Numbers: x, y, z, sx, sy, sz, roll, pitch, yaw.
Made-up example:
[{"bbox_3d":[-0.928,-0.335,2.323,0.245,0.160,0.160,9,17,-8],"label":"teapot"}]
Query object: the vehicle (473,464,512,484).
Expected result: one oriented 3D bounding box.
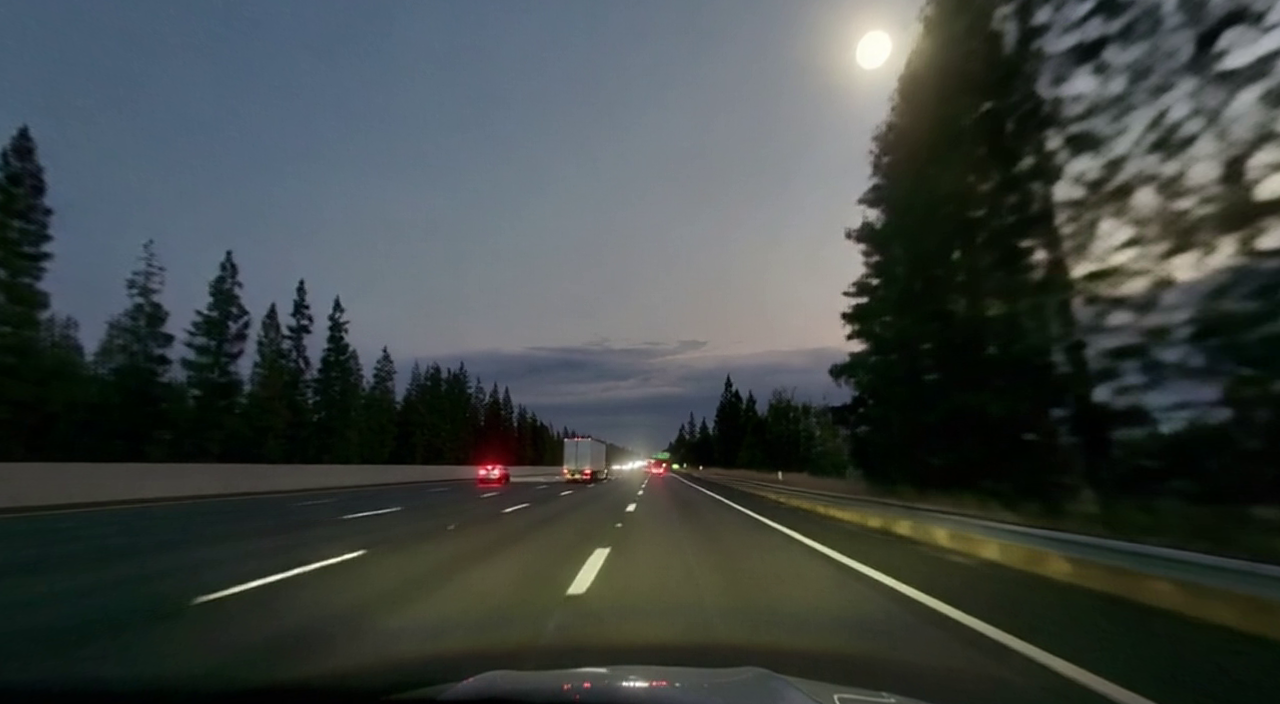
[{"bbox_3d":[-11.321,9.394,48.636,1.745,1.430,4.252,0,-10,4],"label":"vehicle"}]
